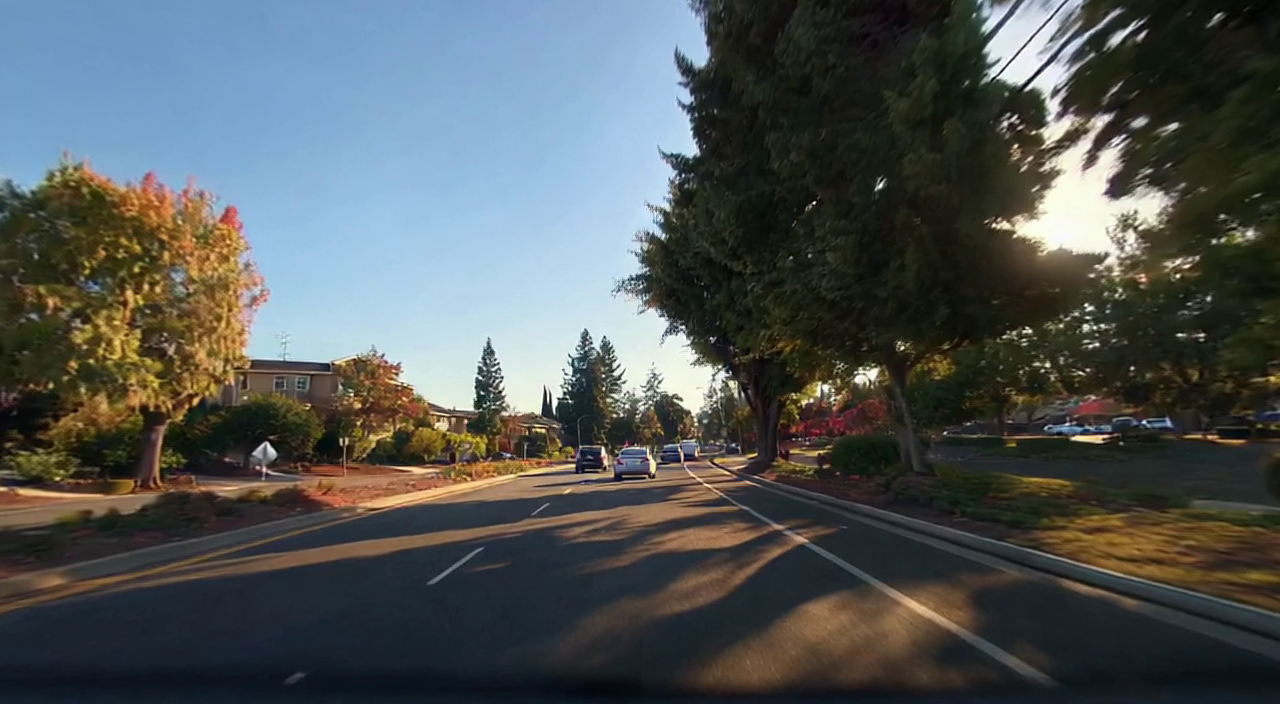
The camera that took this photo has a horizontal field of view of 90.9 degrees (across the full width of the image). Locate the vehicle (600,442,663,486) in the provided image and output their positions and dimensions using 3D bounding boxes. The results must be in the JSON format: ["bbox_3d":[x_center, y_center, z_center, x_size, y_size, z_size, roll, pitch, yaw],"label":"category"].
[{"bbox_3d":[-0.220,4.143,23.656,2.117,1.474,4.036,-1,-8,3],"label":"vehicle"}]

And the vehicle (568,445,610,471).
[{"bbox_3d":[-3.018,6.357,38.028,1.983,1.485,4.159,-1,-8,3],"label":"vehicle"}]
